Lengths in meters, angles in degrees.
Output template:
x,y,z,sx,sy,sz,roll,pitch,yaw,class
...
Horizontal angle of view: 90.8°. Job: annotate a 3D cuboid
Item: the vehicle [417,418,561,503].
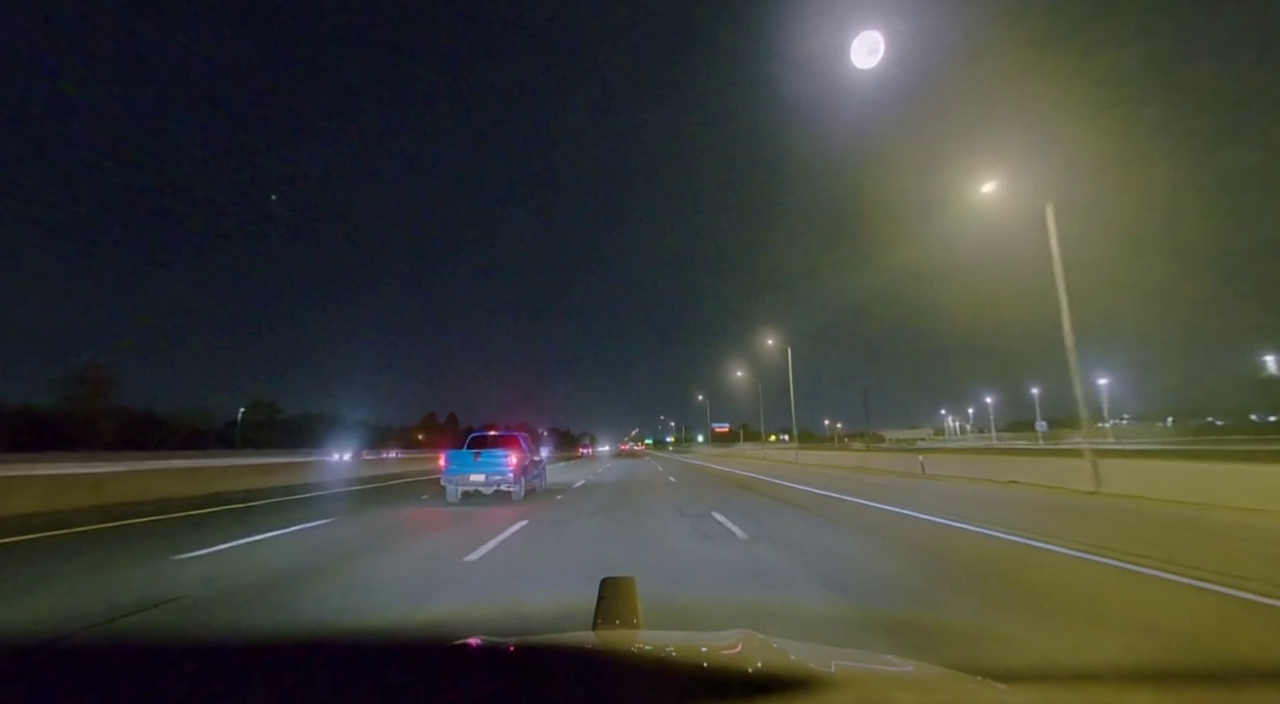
x,y,z,sx,sy,sz,roll,pitch,yaw,class
-3.978,3.027,18.060,2.529,2.003,5.904,0,-9,1,vehicle
